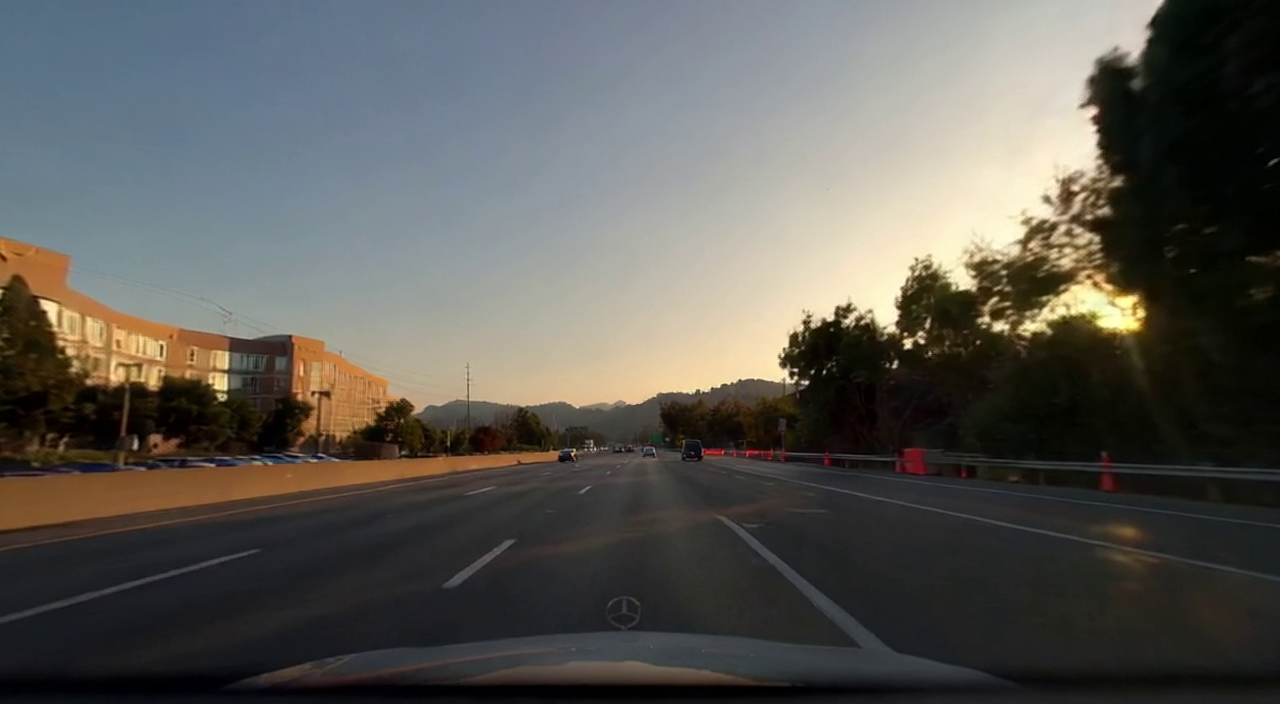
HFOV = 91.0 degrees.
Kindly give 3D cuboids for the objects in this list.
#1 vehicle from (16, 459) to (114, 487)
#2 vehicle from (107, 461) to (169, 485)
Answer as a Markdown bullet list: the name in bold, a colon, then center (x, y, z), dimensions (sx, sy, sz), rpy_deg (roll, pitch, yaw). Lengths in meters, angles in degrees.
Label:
- **vehicle**: center (-38.948, 8.184, 42.709), dimensions (4.746, 1.804, 2.038), rpy_deg (-1, -9, 4)
- **vehicle**: center (-38.457, 9.261, 48.238), dimensions (3.296, 1.468, 1.842), rpy_deg (-5, -9, 5)
